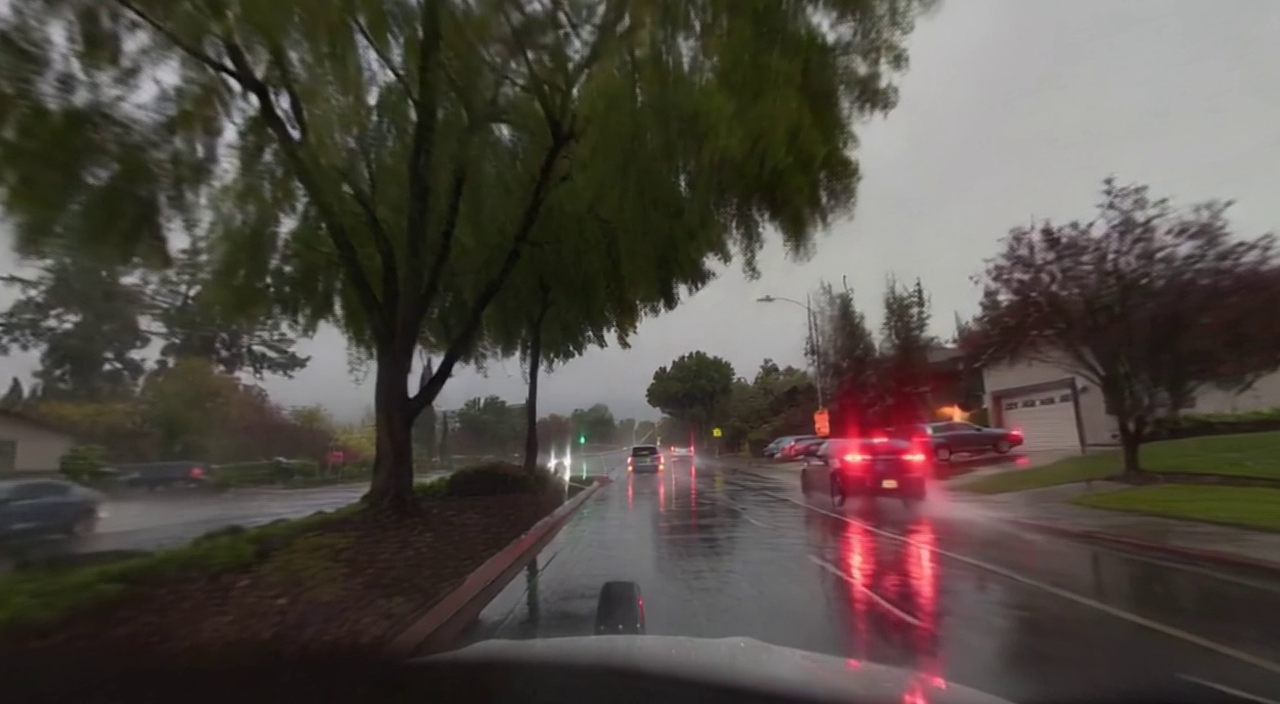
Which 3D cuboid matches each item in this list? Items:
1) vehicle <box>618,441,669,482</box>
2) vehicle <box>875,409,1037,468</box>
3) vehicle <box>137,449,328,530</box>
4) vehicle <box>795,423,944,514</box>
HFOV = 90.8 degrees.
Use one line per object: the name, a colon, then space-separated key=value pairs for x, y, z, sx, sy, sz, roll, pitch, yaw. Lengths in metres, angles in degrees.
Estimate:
vehicle: x=0.192 y=4.800 z=27.979 sx=2.106 sy=1.655 sz=3.717 roll=0 pitch=-8 yaw=1
vehicle: x=11.928 y=3.356 z=24.180 sx=4.919 sy=1.886 sz=2.086 roll=-4 pitch=-10 yaw=2
vehicle: x=-10.303 y=3.454 z=16.503 sx=2.028 sy=1.759 sz=4.360 roll=0 pitch=-8 yaw=0
vehicle: x=5.131 y=2.673 z=14.981 sx=2.045 sy=1.776 sz=4.851 roll=-1 pitch=-8 yaw=5
